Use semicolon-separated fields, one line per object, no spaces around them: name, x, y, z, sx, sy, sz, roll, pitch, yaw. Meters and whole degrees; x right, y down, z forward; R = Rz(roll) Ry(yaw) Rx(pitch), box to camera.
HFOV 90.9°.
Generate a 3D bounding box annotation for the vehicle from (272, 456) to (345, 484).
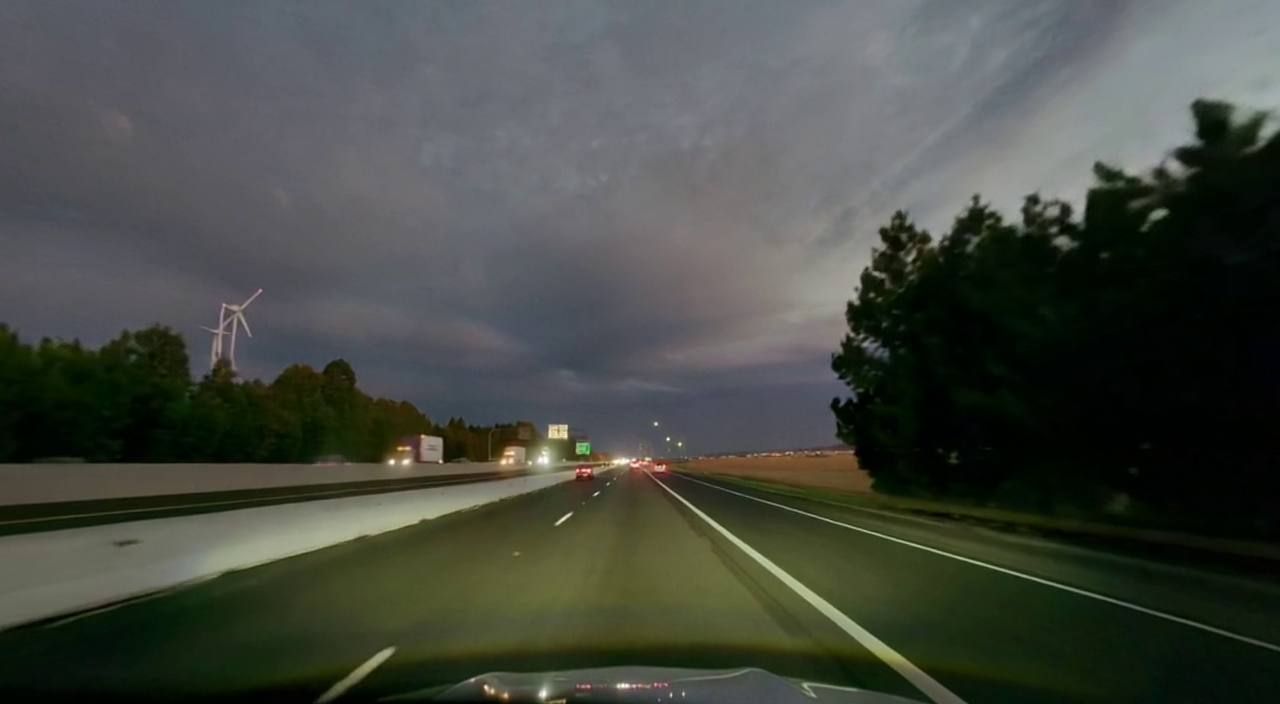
vehicle;-19.127;6.863;36.623;1.906;1.490;4.203;1;-10;0
